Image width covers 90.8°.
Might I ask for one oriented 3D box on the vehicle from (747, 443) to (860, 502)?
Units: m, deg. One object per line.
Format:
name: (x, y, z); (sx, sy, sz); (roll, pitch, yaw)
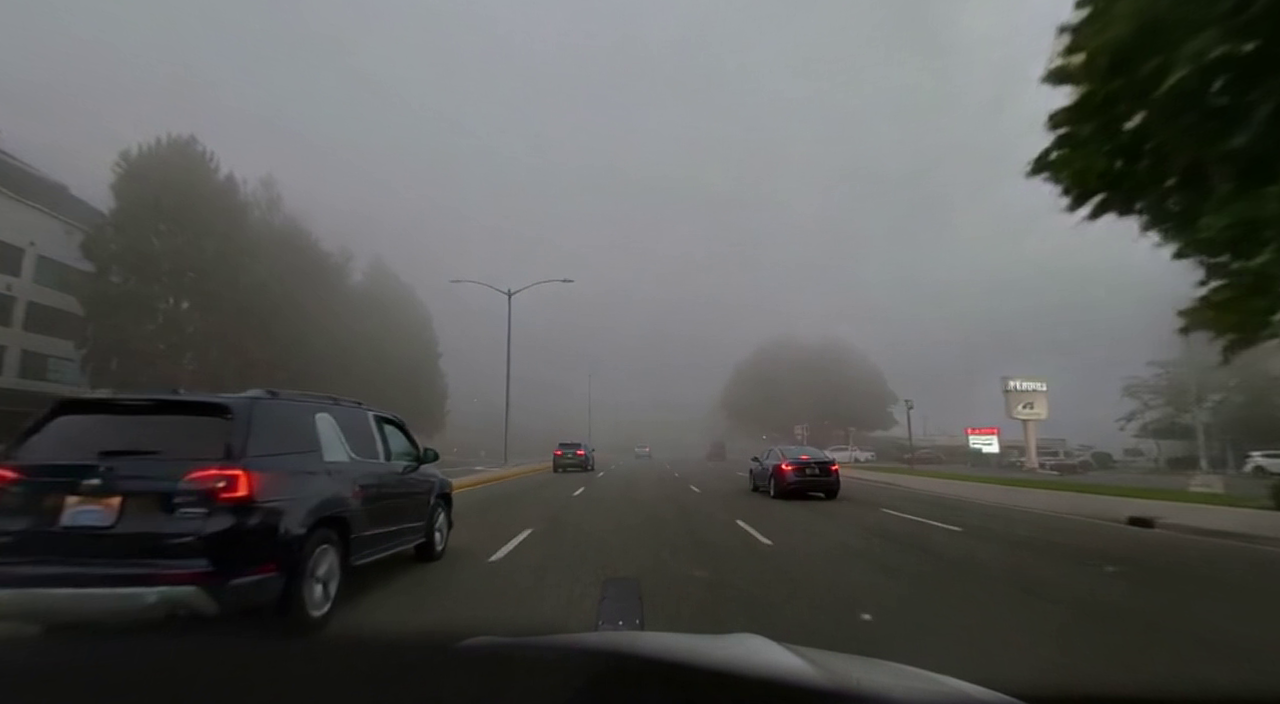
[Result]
vehicle: (4.519, 3.375, 18.249); (1.960, 1.471, 4.378); (0, -8, -2)

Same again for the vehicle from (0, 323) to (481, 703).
vehicle: (-3.305, 1.187, 5.501); (2.450, 1.866, 5.416); (0, -8, 0)

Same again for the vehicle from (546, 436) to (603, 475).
vehicle: (-3.294, 5.340, 32.758); (2.305, 1.833, 4.912); (0, -8, 1)
